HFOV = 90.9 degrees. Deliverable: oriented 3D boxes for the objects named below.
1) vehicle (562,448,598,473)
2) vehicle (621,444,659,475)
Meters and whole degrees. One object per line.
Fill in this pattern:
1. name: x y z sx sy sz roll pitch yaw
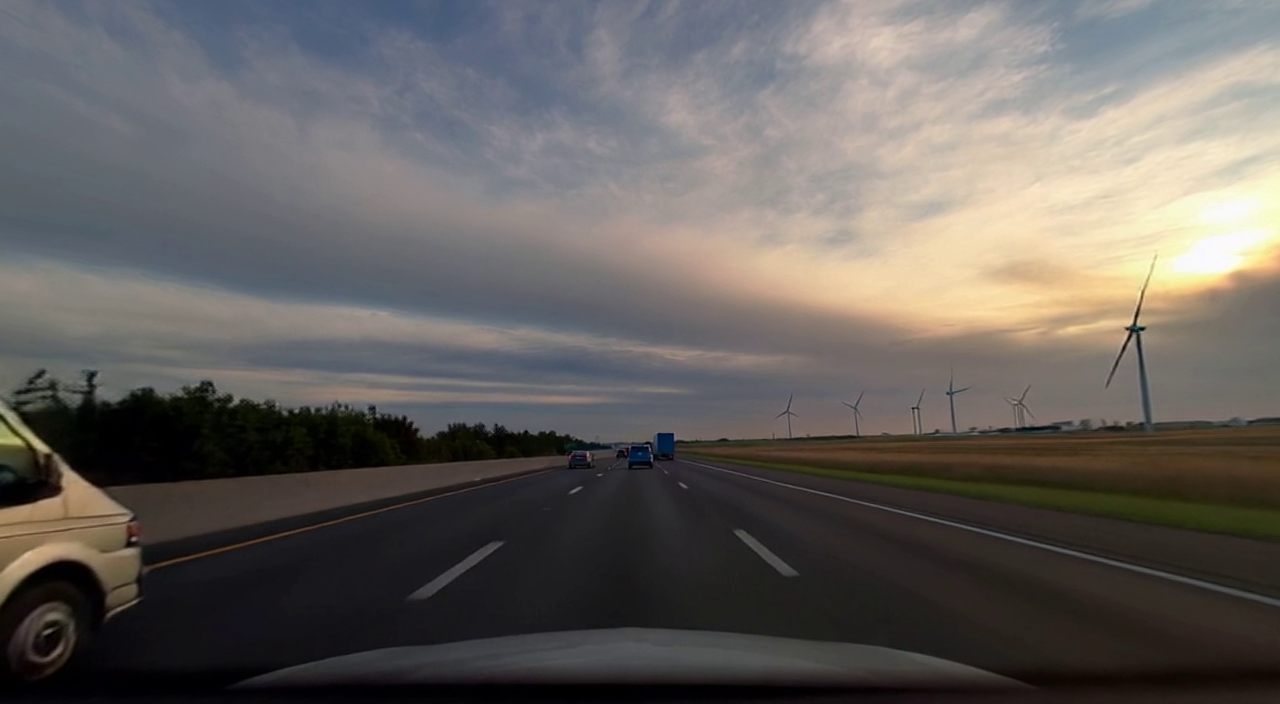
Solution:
1. vehicle: -3.901 7.182 41.908 1.984 1.491 4.341 0 -9 0
2. vehicle: -0.008 6.202 36.615 2.083 1.689 4.083 0 -9 0
